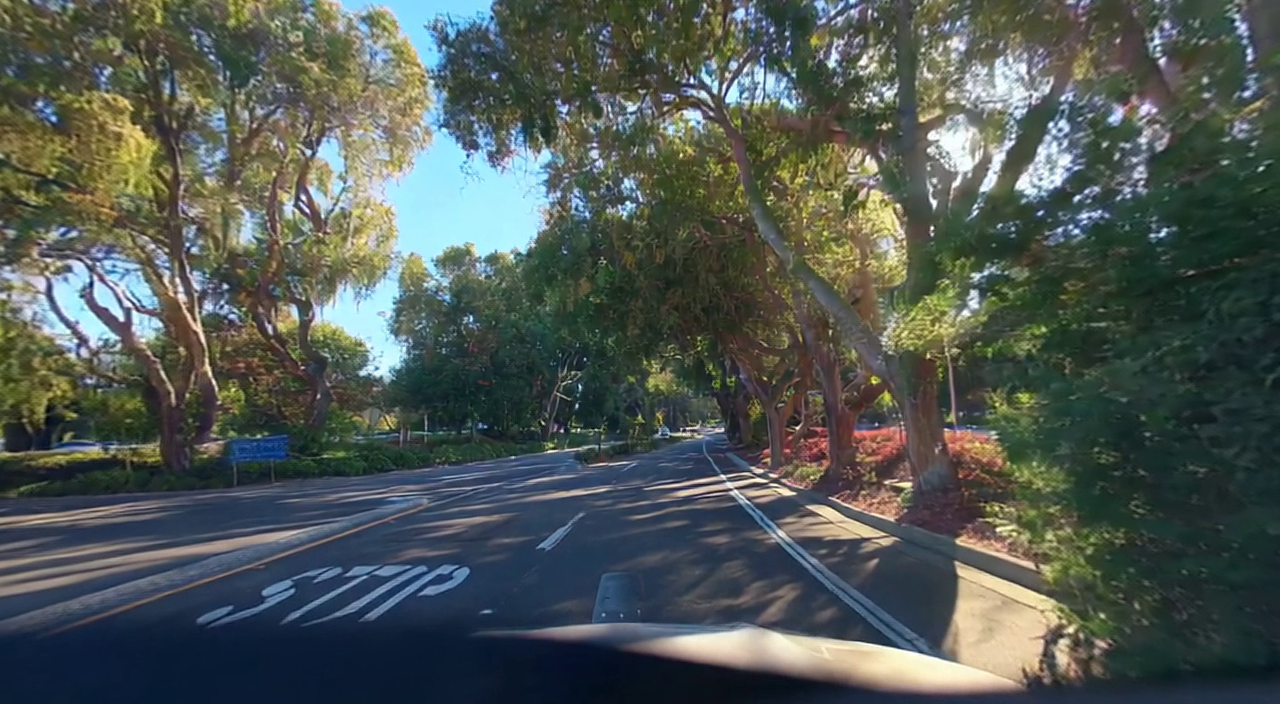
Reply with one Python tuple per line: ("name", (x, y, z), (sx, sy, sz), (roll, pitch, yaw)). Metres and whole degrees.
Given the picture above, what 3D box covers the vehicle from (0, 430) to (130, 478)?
("vehicle", (-28.372, 5.015, 31.251), (4.733, 1.892, 1.939), (-4, -4, 2))
